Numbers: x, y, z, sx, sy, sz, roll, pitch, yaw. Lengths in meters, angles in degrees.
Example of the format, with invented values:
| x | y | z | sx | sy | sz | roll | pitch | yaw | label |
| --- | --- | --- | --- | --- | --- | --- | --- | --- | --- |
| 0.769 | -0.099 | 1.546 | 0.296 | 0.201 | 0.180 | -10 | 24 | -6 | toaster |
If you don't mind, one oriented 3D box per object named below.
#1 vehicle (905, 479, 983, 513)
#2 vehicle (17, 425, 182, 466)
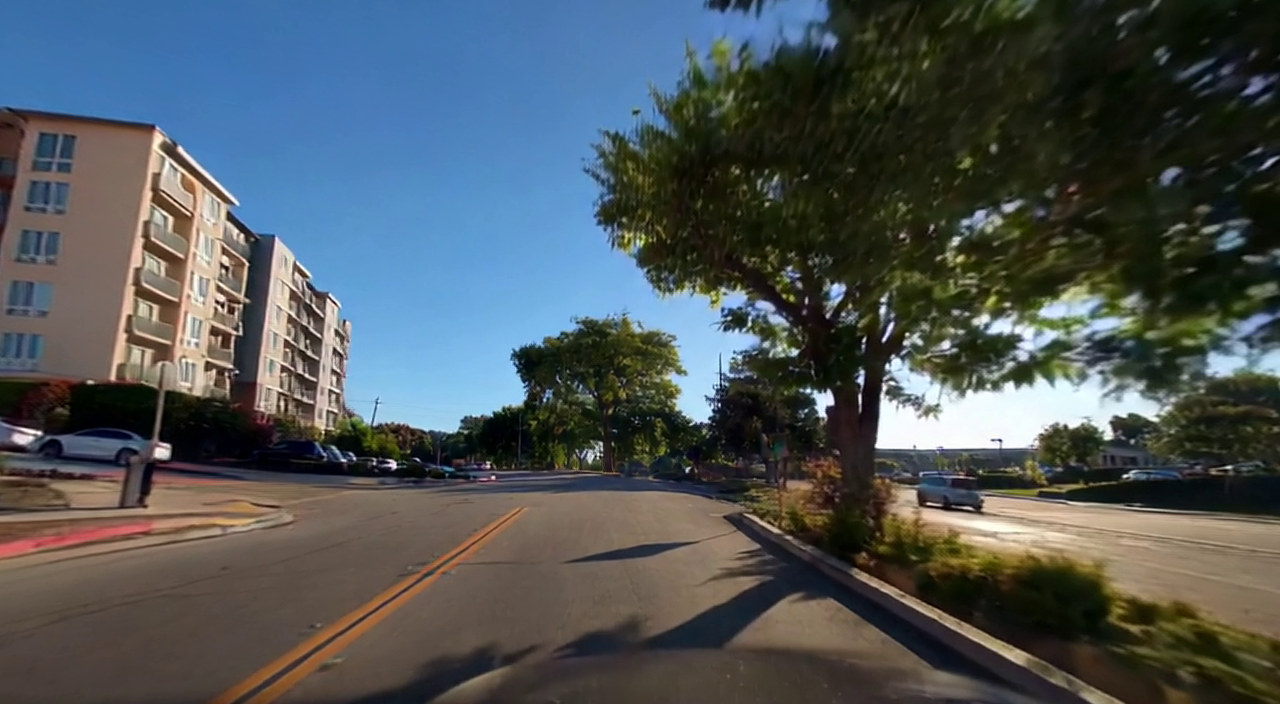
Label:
| x | y | z | sx | sy | sz | roll | pitch | yaw | label |
| --- | --- | --- | --- | --- | --- | --- | --- | --- | --- |
| 19.888 | 9.402 | 41.615 | 2.322 | 1.818 | 4.871 | 1 | -8 | -5 | vehicle |
| -19.793 | 3.440 | 23.269 | 4.322 | 1.436 | 1.827 | 0 | -8 | 0 | vehicle |
